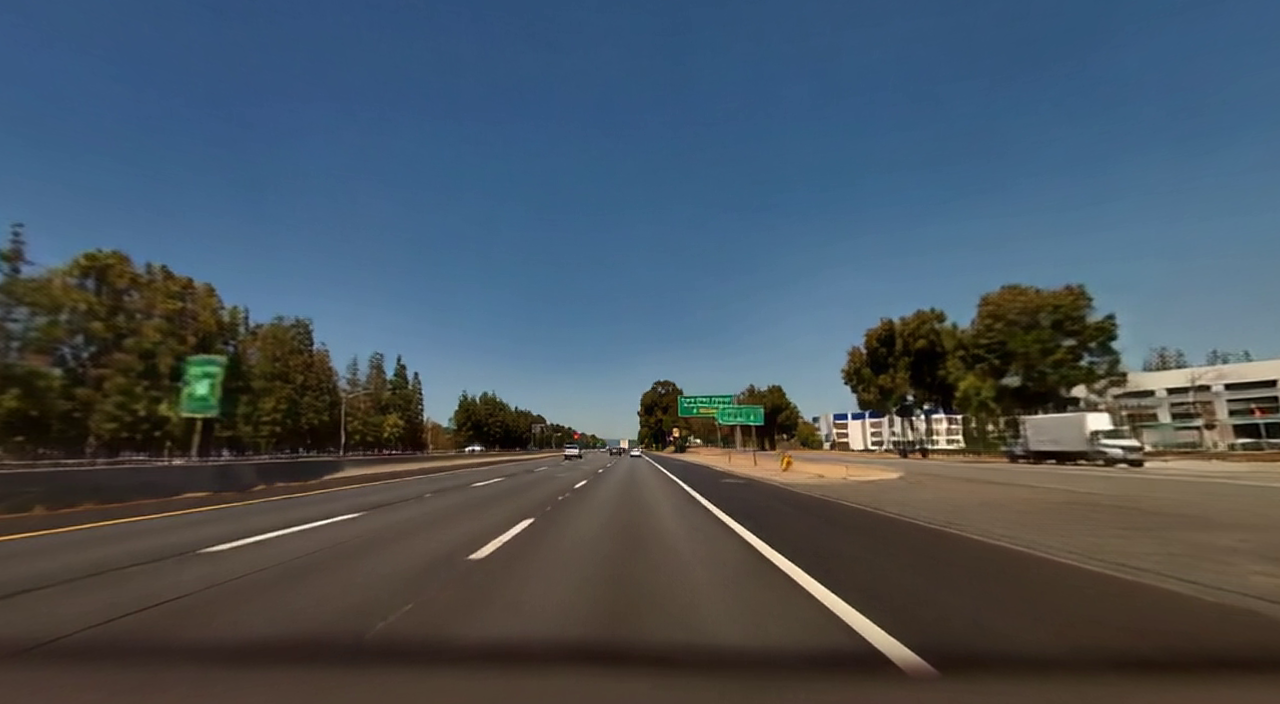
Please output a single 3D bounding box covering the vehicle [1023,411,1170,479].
[{"bbox_3d":[24.754,5.117,34.918,3.065,3.244,7.356,-3,-8,6],"label":"vehicle"}]
